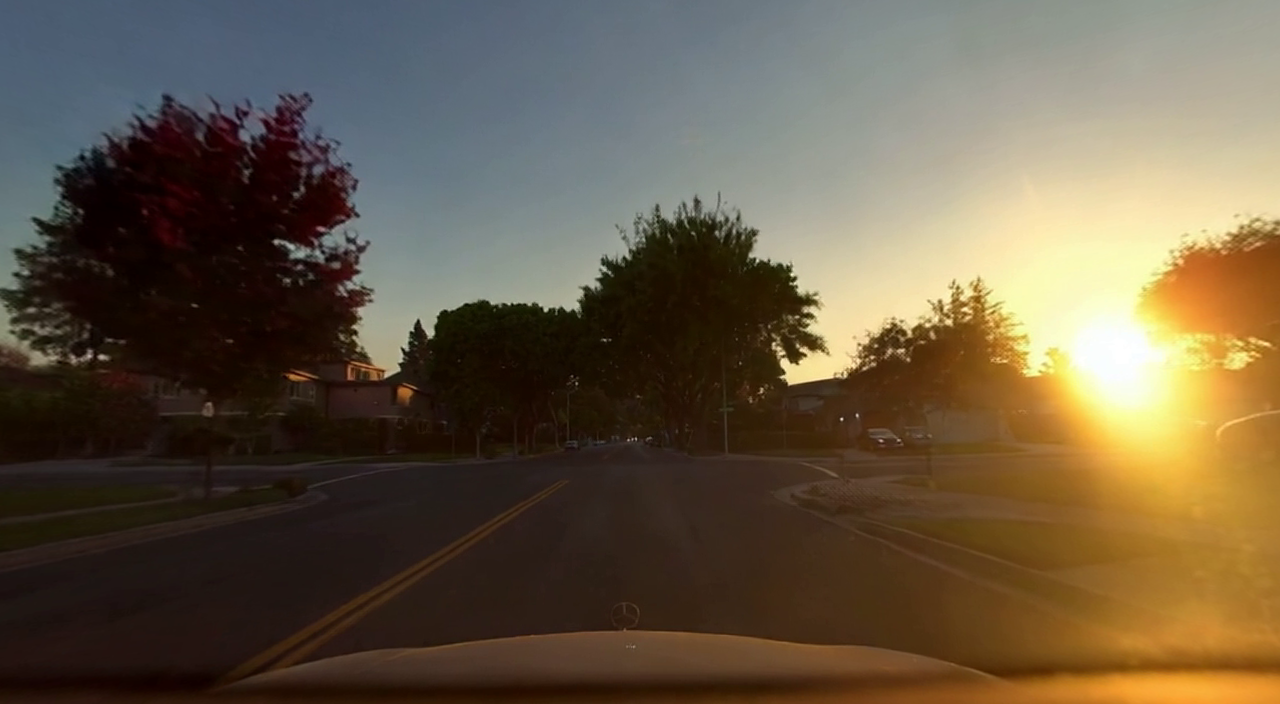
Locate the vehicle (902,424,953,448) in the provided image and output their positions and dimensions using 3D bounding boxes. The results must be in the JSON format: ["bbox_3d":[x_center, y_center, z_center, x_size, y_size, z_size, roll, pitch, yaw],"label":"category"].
[{"bbox_3d":[18.965,5.582,41.737,1.803,1.504,4.324,-1,-8,8],"label":"vehicle"}]

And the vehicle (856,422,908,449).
[{"bbox_3d":[16.171,5.641,42.323,1.829,1.667,4.437,-1,-8,2],"label":"vehicle"}]
